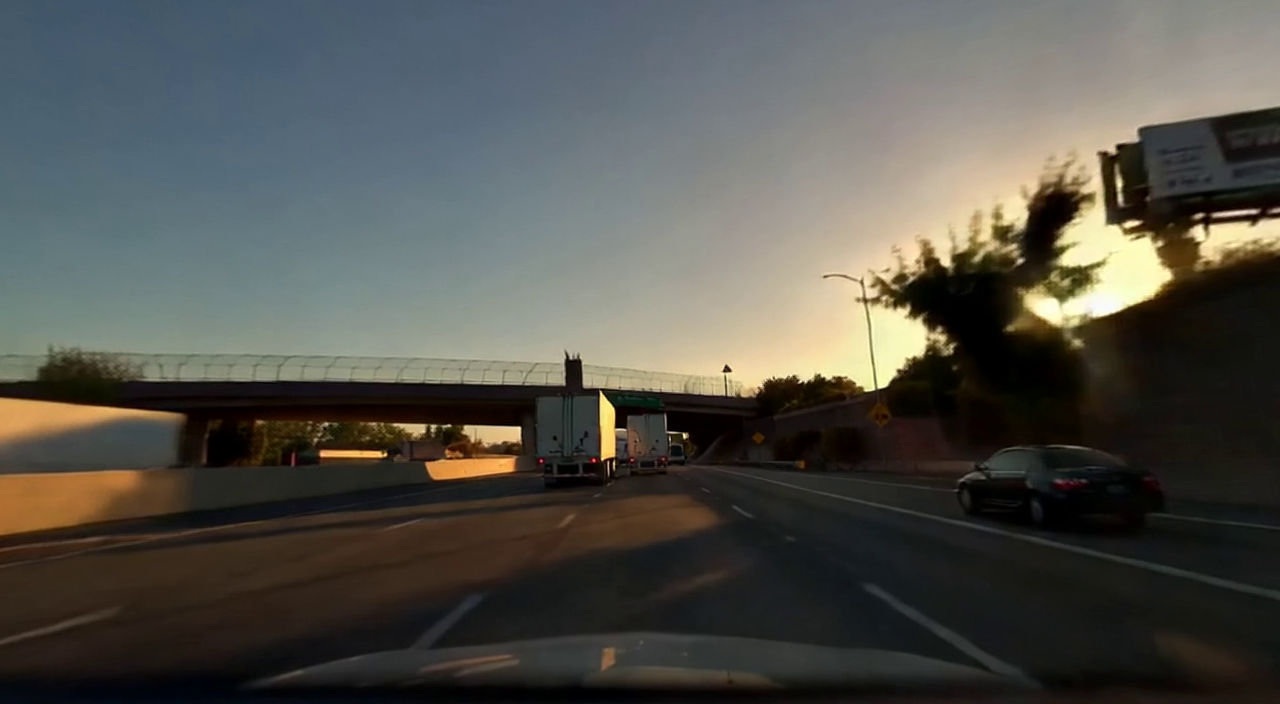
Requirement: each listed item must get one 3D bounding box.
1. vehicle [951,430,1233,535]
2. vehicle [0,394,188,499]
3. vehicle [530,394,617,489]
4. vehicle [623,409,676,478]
[{"bbox_3d":[8.010,2.313,11.871,1.969,1.560,4.394,0,-8,-1],"label":"vehicle"},{"bbox_3d":[-25.581,3.773,25.094,2.895,3.951,16.404,-1,-8,1],"label":"vehicle"},{"bbox_3d":[-2.980,4.565,32.170,2.962,3.947,11.574,-1,-8,1],"label":"vehicle"},{"bbox_3d":[0.593,6.196,42.564,3.054,3.944,11.230,-1,-8,0],"label":"vehicle"}]
